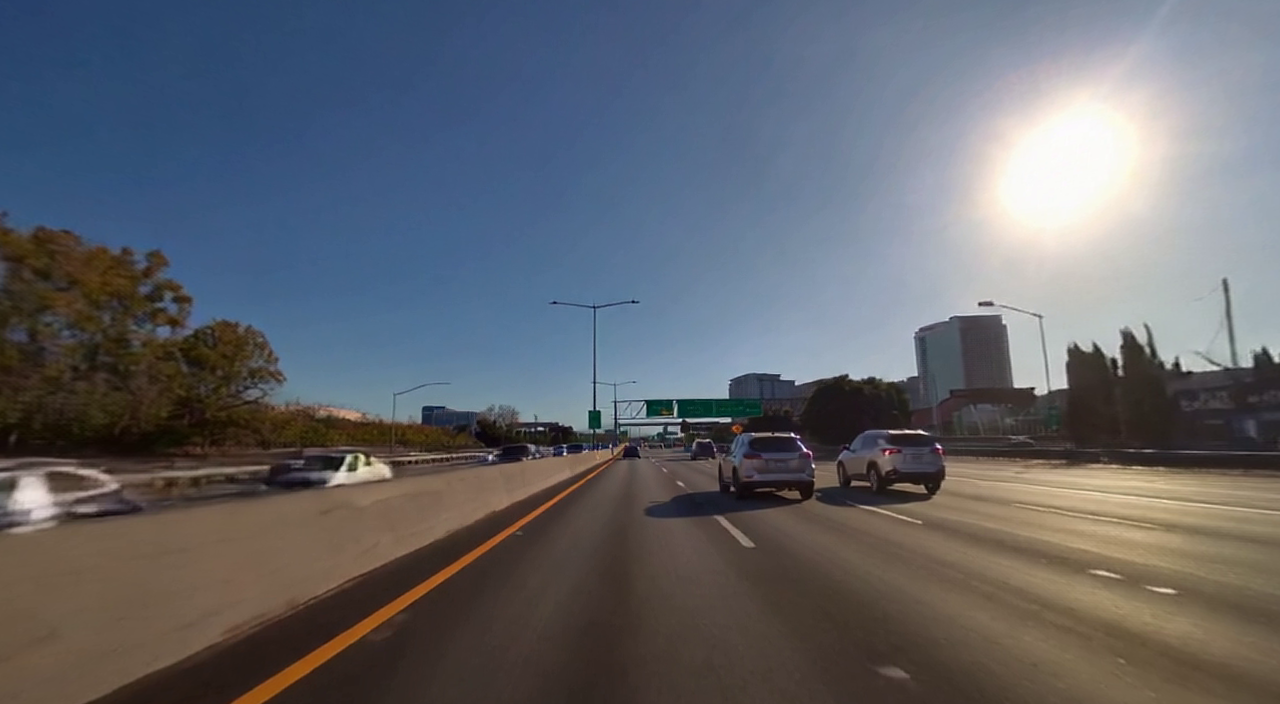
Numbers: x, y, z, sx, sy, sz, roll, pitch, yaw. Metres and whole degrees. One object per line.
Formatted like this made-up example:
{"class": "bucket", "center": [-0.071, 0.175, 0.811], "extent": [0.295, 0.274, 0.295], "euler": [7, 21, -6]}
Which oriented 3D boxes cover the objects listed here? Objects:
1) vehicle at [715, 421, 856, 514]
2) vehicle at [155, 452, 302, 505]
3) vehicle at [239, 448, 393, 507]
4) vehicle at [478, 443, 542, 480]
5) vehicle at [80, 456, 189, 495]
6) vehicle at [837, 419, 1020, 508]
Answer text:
{"class": "vehicle", "center": [2.962, 2.474, 13.950], "extent": [2.059, 1.711, 4.302], "euler": [0, -9, -1]}
{"class": "vehicle", "center": [-13.256, 4.064, 20.709], "extent": [2.186, 1.521, 3.866], "euler": [0, -9, 0]}
{"class": "vehicle", "center": [-9.344, 3.624, 18.768], "extent": [2.076, 1.492, 4.669], "euler": [0, -9, 0]}
{"class": "vehicle", "center": [-5.762, 4.890, 28.530], "extent": [1.948, 1.554, 4.122], "euler": [0, -9, 1]}
{"class": "vehicle", "center": [-24.596, 5.987, 30.953], "extent": [1.869, 1.649, 4.303], "euler": [0, -9, -3]}
{"class": "vehicle", "center": [6.656, 2.645, 15.385], "extent": [2.040, 1.801, 4.959], "euler": [0, -9, -1]}
